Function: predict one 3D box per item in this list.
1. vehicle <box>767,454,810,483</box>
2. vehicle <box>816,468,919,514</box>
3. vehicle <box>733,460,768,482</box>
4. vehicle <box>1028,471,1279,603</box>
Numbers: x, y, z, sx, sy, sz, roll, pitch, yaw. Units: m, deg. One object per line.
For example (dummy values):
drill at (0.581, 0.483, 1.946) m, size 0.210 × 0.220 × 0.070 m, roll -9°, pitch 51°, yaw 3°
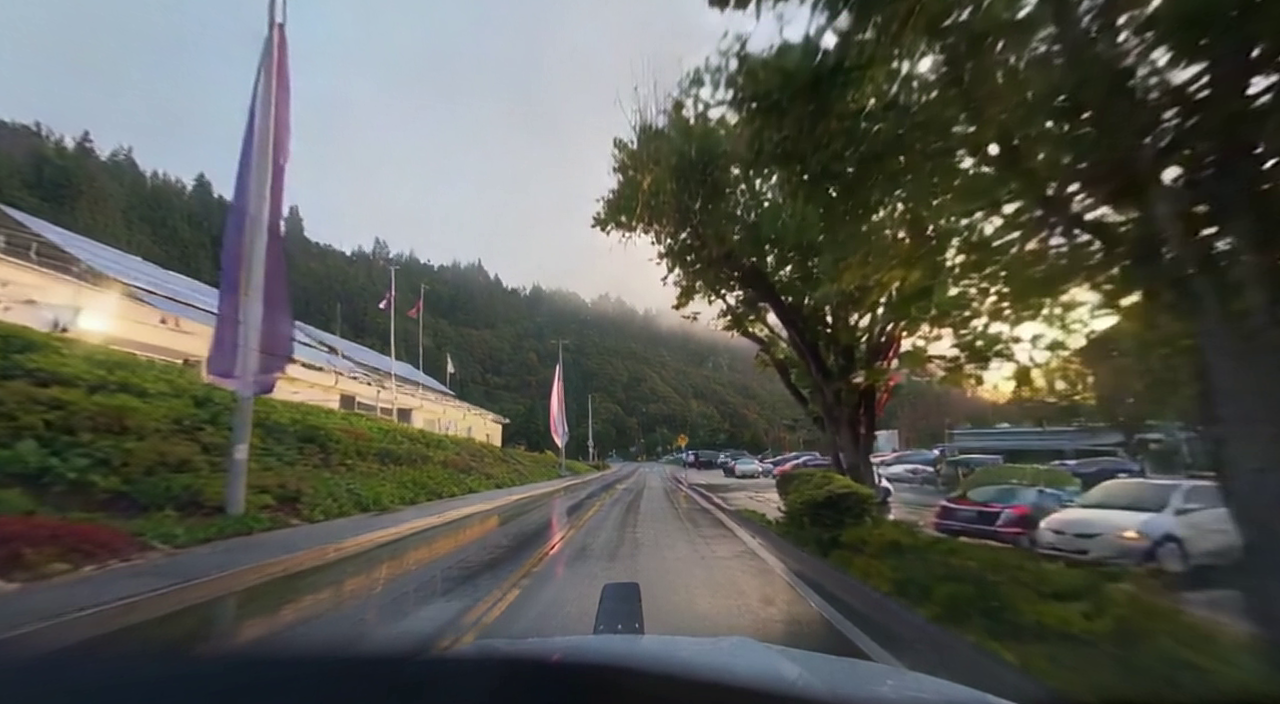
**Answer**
vehicle at (10.729, 8.414, 45.749) m, size 2.113 × 1.945 × 4.546 m, roll 0°, pitch -9°, yaw 2°
vehicle at (8.270, 5.072, 23.241) m, size 1.981 × 1.471 × 3.636 m, roll 3°, pitch -10°, yaw -9°
vehicle at (8.152, 8.797, 46.592) m, size 1.909 × 1.496 × 4.079 m, roll 0°, pitch -9°, yaw 1°
vehicle at (8.616, 2.660, 9.361) m, size 4.320 × 1.636 × 1.887 m, roll 0°, pitch -9°, yaw 5°
